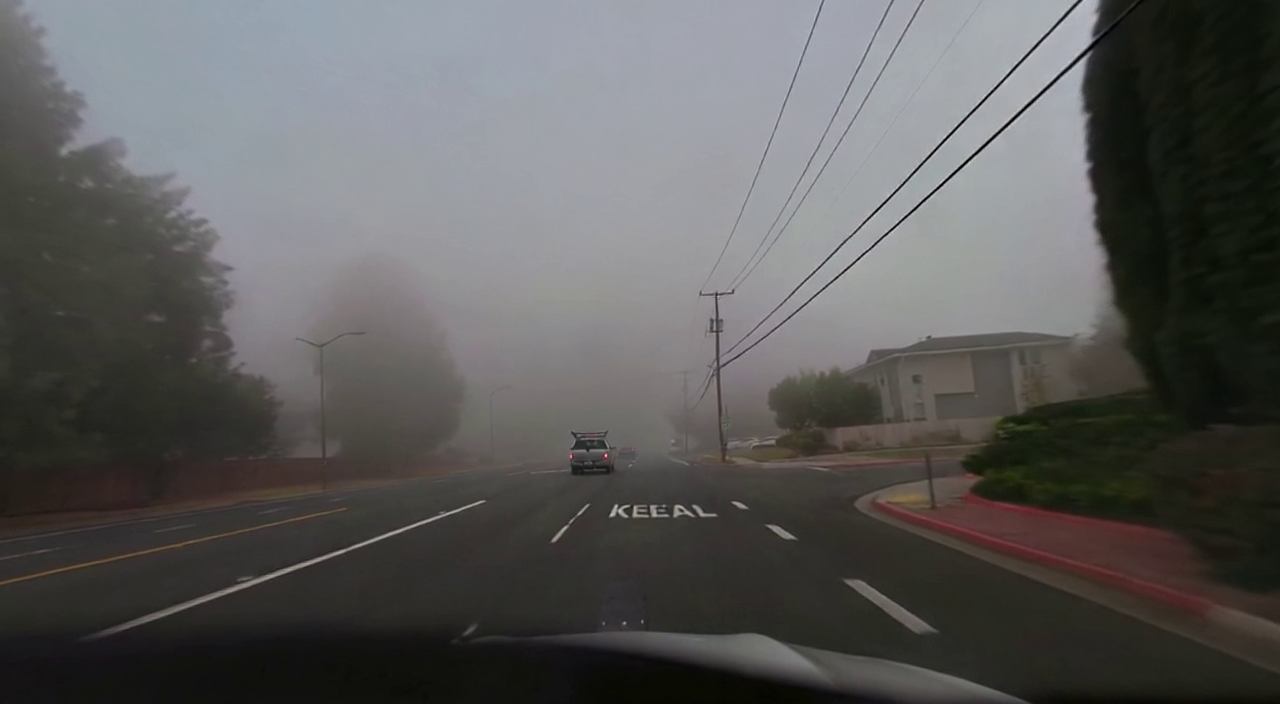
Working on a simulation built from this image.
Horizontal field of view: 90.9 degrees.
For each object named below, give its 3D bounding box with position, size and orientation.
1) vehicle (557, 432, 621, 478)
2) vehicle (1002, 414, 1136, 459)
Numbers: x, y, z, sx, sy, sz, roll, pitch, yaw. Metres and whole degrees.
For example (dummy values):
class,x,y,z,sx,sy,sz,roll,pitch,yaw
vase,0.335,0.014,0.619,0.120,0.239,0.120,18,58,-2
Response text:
class,x,y,z,sx,sy,sz,roll,pitch,yaw
vehicle,-2.184,4.634,28.447,2.327,1.861,4.941,-1,-9,2
vehicle,20.542,4.113,30.403,4.502,1.833,2.462,-3,-10,1
